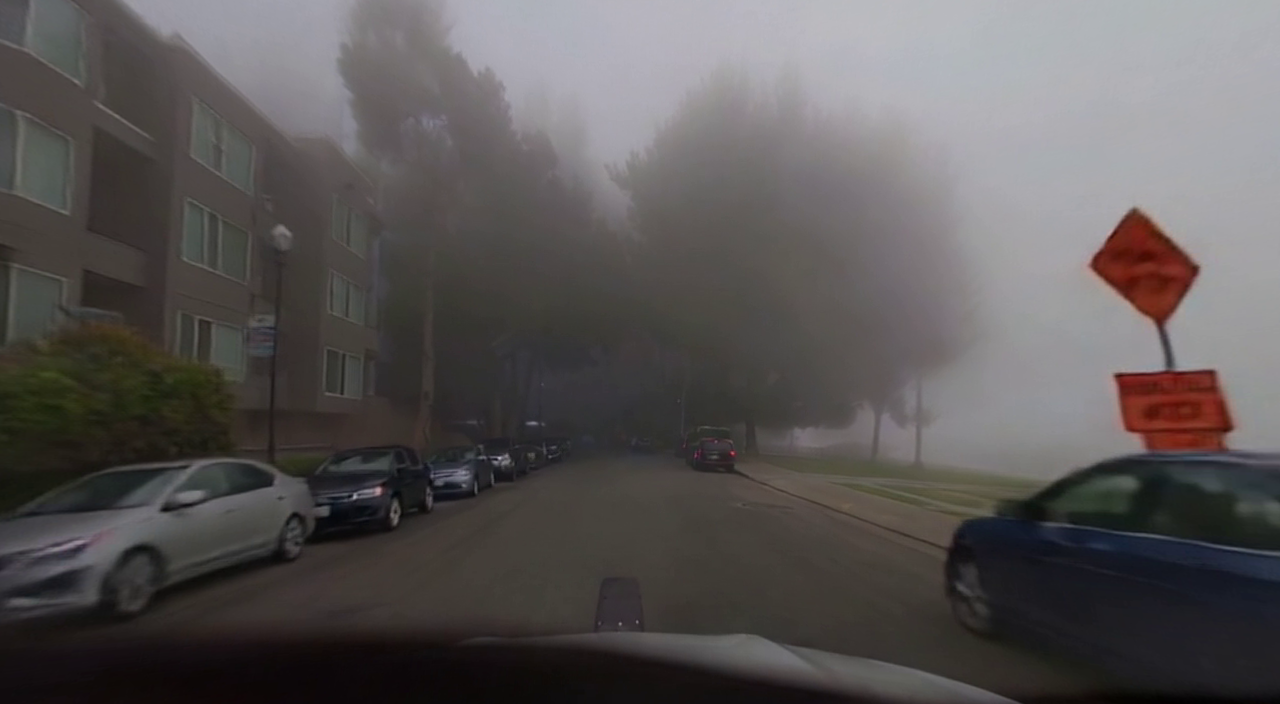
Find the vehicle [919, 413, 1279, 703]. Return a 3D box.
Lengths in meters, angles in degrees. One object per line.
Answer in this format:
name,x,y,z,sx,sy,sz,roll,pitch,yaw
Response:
vehicle,3.237,1.072,2.996,1.835,1.490,4.134,0,-8,-2

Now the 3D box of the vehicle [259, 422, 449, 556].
vehicle,-5.269,2.445,12.356,1.824,1.664,4.344,-1,0,-2

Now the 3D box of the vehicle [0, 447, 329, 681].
vehicle,-5.110,1.671,6.005,1.890,1.457,4.856,0,-8,-1

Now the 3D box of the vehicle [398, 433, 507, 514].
vehicle,-5.146,3.298,17.948,1.837,1.499,4.443,-2,-2,-1

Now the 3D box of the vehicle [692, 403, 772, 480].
vehicle,3.779,3.524,25.663,1.961,2.656,3.047,-2,-1,35
